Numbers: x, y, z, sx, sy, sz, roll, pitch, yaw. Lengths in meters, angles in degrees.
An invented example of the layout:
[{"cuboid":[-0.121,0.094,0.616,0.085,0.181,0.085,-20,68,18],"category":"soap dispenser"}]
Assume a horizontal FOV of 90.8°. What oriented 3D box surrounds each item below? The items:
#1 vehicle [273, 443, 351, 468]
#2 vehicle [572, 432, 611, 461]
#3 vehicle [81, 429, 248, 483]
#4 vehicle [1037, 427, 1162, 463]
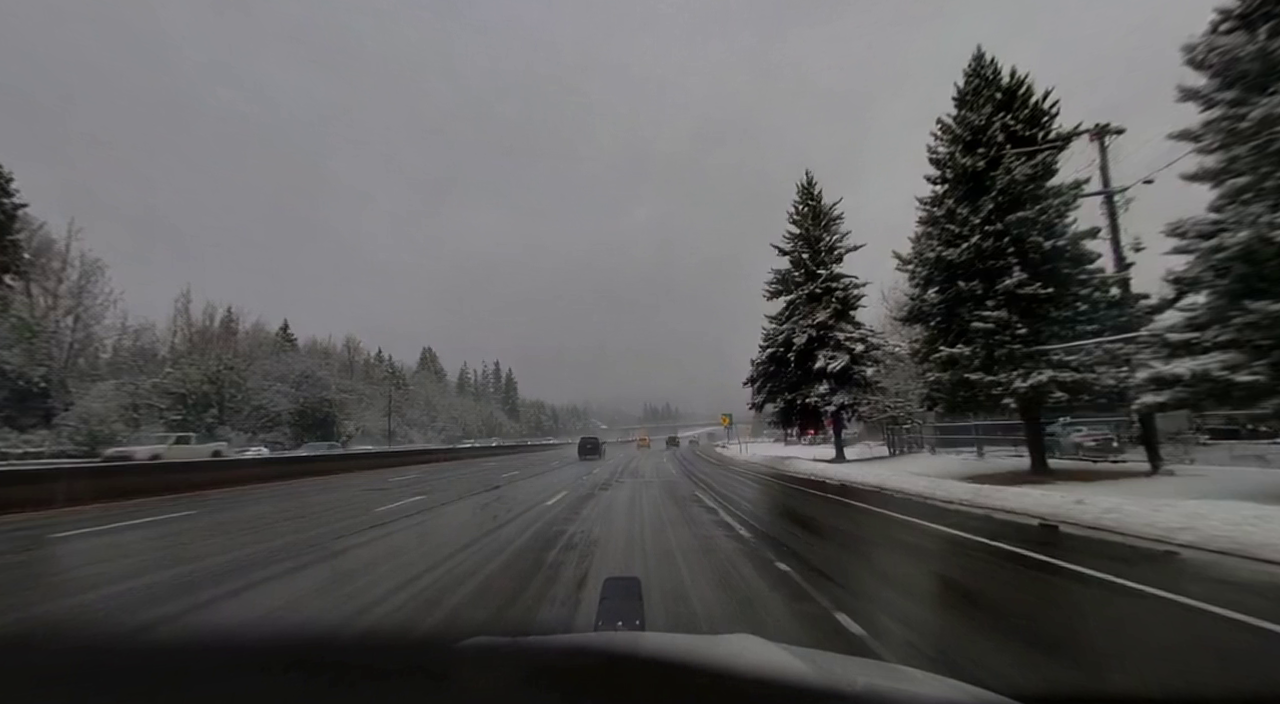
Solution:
[{"cuboid":[-20.441,6.452,39.610,2.174,1.458,4.566,-1,-8,5],"category":"vehicle"},{"cuboid":[-3.180,6.328,42.266,2.139,1.782,4.079,-1,-8,2],"category":"vehicle"},{"cuboid":[-19.513,4.307,26.440,2.437,1.982,5.756,0,-8,1],"category":"vehicle"},{"cuboid":[21.577,4.438,29.855,4.503,1.448,1.819,-8,-12,34],"category":"vehicle"}]
